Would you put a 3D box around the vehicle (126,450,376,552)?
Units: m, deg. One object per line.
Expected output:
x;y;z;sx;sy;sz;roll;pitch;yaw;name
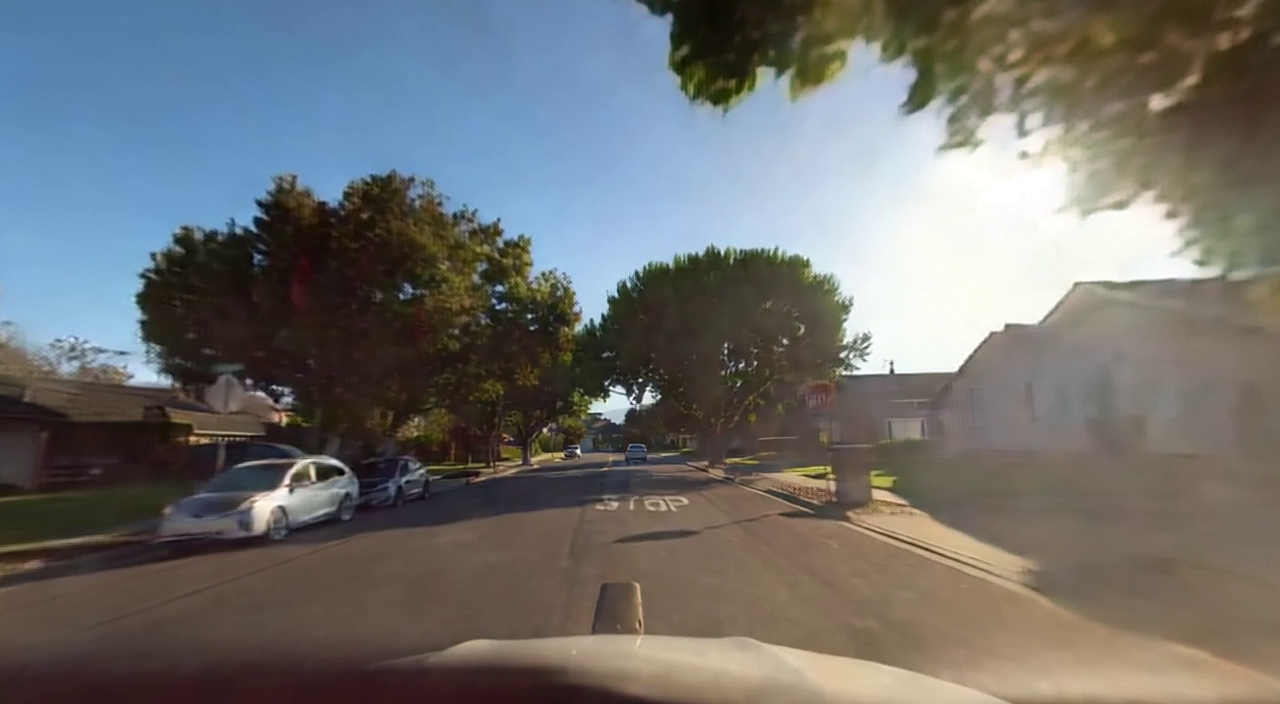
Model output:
-6.999;2.668;12.098;1.972;1.543;4.622;0;-9;-2;vehicle

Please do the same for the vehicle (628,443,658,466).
0.235;7.242;44.549;2.043;1.484;4.340;0;-9;0;vehicle

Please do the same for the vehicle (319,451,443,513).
-6.945;3.494;17.370;1.789;1.481;3.957;0;-9;-1;vehicle
